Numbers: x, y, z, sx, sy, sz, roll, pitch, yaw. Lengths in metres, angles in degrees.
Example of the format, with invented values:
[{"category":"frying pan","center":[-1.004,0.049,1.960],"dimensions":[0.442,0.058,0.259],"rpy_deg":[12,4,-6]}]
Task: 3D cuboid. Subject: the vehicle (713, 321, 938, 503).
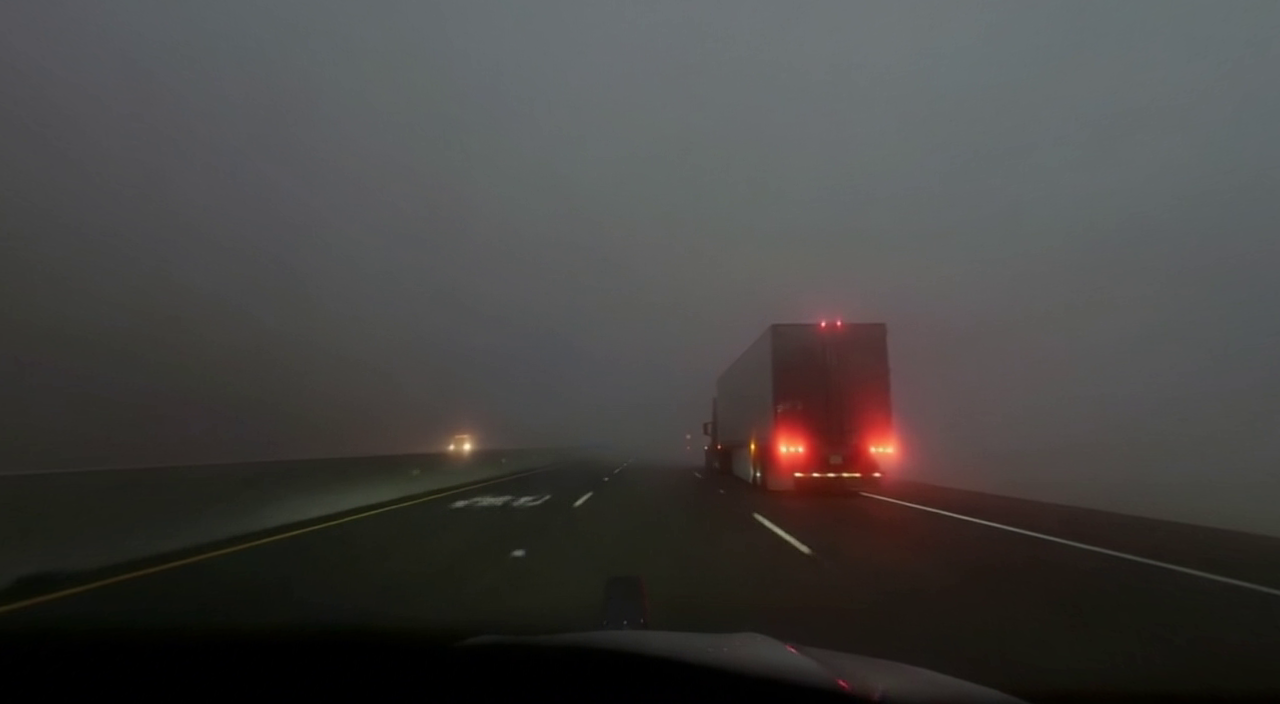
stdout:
[{"category":"vehicle","center":[4.844,2.352,20.950],"dimensions":[3.485,3.975,14.489],"rpy_deg":[0,-8,2]}]
